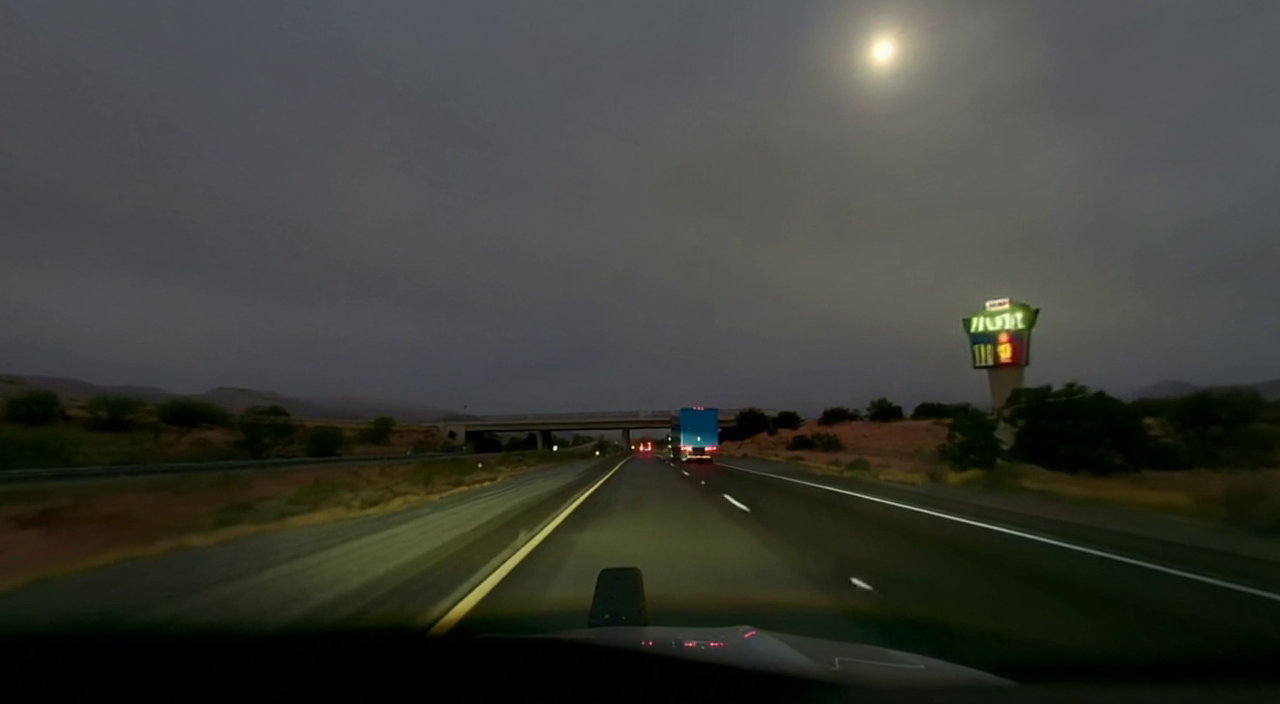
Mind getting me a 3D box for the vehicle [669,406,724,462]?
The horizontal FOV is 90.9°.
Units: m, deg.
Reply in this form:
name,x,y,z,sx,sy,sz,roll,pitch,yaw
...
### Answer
name,x,y,z,sx,sy,sz,roll,pitch,yaw
vehicle,4.083,6.326,48.027,3.024,3.834,10.128,0,-8,-1
